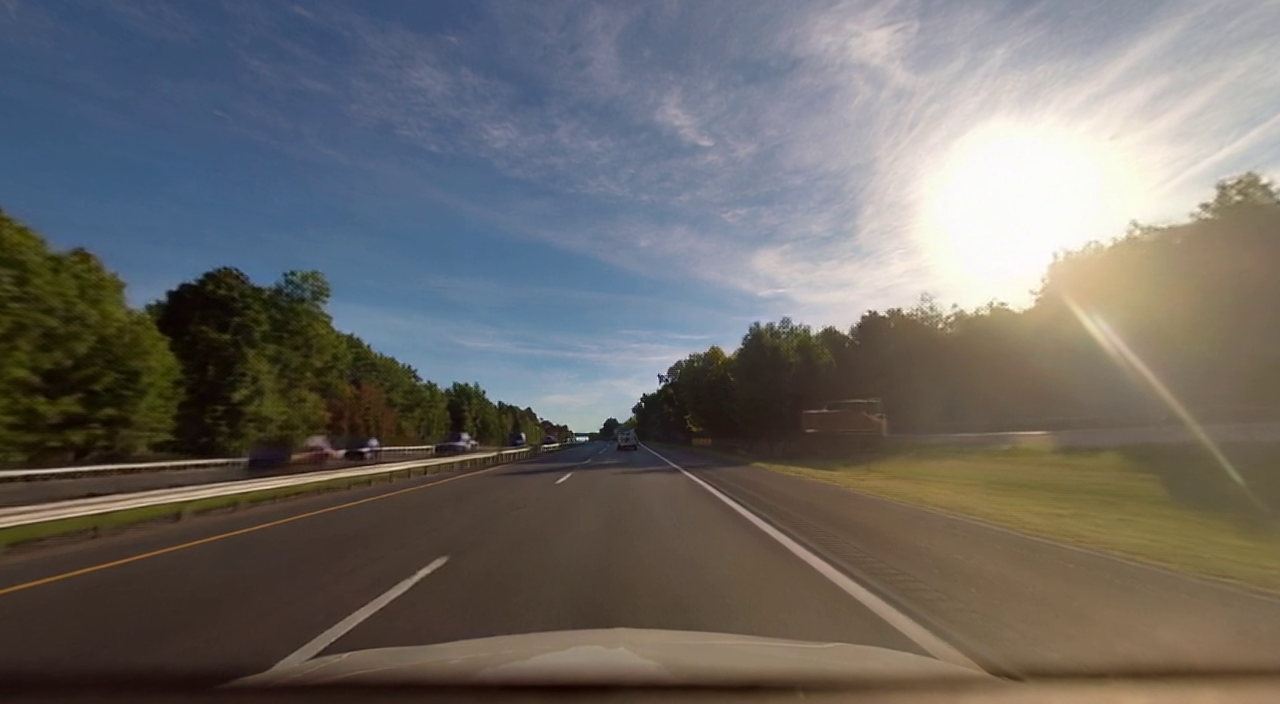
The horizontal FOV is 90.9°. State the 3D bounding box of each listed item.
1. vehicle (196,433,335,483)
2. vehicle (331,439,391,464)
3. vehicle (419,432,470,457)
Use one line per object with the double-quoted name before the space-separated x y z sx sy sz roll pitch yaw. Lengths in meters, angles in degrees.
"vehicle" -12.777 3.605 21.934 2.094 1.531 4.596 0 -8 -1
"vehicle" -17.773 6.320 40.330 1.837 1.492 4.519 0 -8 -1
"vehicle" -13.256 6.295 42.972 1.998 1.592 4.662 0 -8 -1
